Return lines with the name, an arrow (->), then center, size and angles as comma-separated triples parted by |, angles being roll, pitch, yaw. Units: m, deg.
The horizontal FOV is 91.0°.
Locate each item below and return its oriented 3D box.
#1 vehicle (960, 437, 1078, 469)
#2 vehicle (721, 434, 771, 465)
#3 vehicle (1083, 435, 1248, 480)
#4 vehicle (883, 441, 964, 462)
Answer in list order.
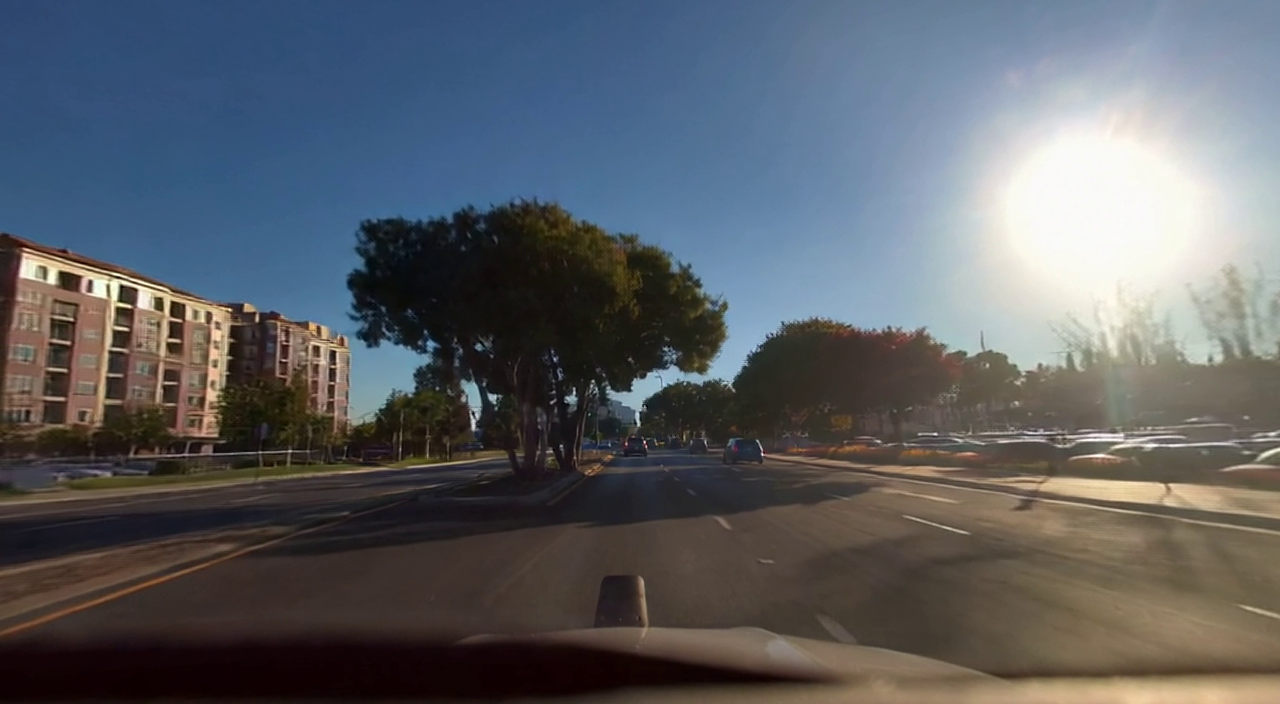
vehicle -> 19.129, 5.125, 31.948 | 4.644, 1.552, 1.980 | -1, -9, 4
vehicle -> 6.568, 6.100, 39.517 | 2.136, 1.799, 4.796 | 0, -9, -2
vehicle -> 20.009, 4.011, 24.130 | 4.485, 1.608, 1.955 | 0, -9, 0
vehicle -> 19.741, 6.948, 43.952 | 4.653, 1.438, 1.939 | 0, -9, -2
